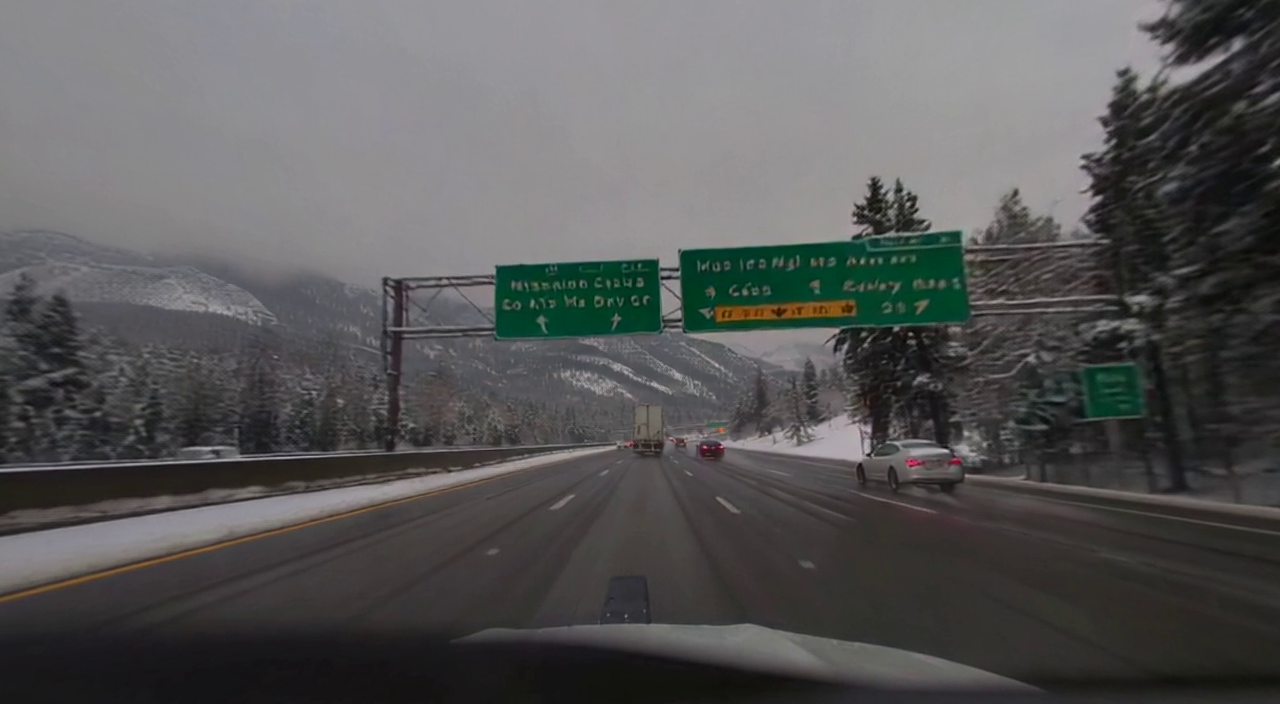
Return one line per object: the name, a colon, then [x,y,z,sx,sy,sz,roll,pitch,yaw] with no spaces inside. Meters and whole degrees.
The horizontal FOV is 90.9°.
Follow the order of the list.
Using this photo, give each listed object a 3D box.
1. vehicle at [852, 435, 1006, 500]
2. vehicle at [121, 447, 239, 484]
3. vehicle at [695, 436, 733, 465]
vehicle: [7.143,2.883,16.159,1.982,1.440,4.171,0,-8,1]
vehicle: [-22.896,5.634,31.683,2.032,1.684,5.065,0,-8,1]
vehicle: [4.466,5.976,38.423,1.880,1.624,3.941,0,-8,0]
